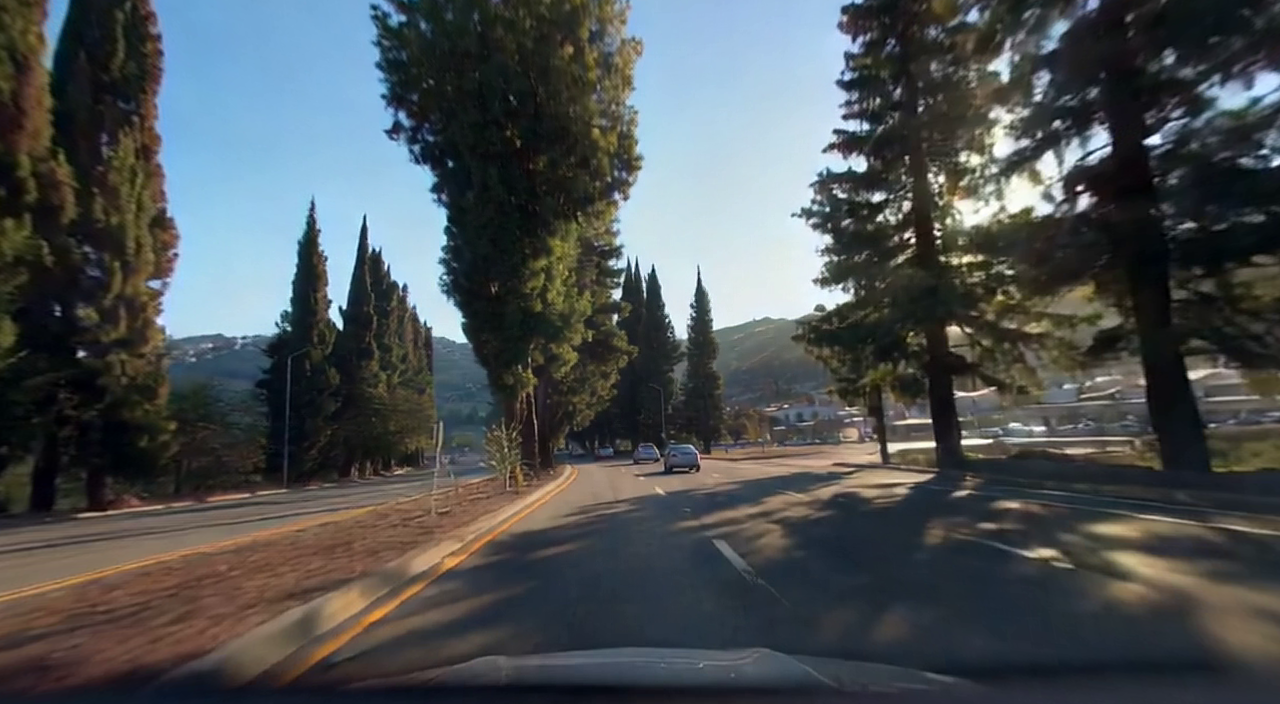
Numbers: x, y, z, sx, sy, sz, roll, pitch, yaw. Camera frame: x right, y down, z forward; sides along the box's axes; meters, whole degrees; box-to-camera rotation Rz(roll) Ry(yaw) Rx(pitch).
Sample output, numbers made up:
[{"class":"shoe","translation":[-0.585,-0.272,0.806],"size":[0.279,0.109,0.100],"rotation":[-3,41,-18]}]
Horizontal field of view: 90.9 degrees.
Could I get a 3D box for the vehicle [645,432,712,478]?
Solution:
[{"class":"vehicle","translation":[1.512,4.362,26.815],"size":[2.253,1.756,4.313],"rotation":[0,-8,-5]}]
